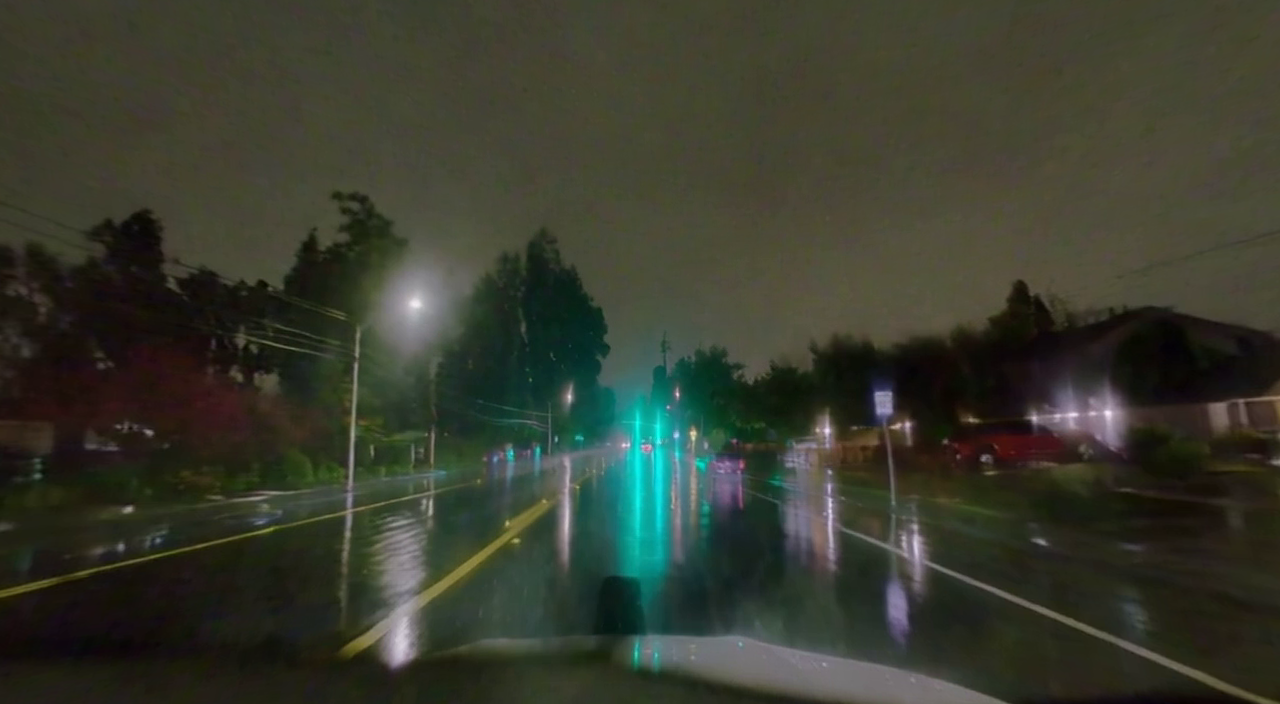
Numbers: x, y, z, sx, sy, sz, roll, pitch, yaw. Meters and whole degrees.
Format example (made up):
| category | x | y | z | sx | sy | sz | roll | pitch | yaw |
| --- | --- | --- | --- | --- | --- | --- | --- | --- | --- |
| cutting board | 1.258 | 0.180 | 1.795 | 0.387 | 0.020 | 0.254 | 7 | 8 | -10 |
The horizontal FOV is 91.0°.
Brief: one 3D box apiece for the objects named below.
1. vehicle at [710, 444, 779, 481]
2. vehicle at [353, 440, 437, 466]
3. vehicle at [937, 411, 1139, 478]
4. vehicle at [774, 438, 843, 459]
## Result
| category | x | y | z | sx | sy | sz | roll | pitch | yaw |
| --- | --- | --- | --- | --- | --- | --- | --- | --- | --- |
| vehicle | 4.513 | 4.822 | 27.975 | 1.968 | 1.467 | 5.107 | 0 | -8 | -3 |
| vehicle | -19.384 | 7.999 | 49.966 | 5.684 | 1.934 | 2.217 | 0 | -8 | 0 |
| vehicle | 12.532 | 2.941 | 20.134 | 4.857 | 1.987 | 2.296 | 0 | -8 | 0 |
| vehicle | 12.648 | 7.268 | 47.359 | 4.593 | 1.480 | 1.819 | 0 | -8 | -2 |
